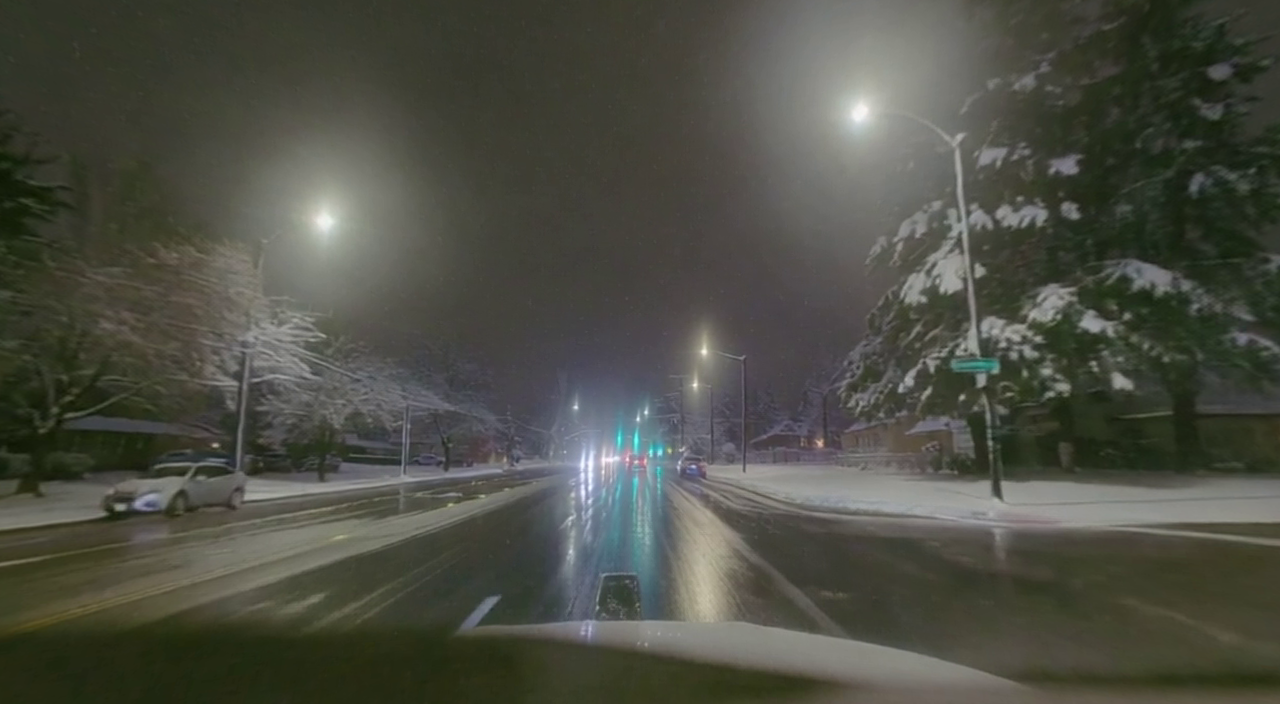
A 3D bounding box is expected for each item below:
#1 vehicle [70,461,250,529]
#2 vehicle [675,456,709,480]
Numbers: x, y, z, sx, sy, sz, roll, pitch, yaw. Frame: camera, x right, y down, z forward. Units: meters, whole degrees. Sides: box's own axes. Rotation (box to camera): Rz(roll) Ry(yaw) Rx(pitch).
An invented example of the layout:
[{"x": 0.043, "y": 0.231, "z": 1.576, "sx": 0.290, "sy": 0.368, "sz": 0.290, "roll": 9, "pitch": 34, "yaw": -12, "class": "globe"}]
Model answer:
[{"x": -13.885, "y": 4.112, "z": 18.696, "sx": 1.941, "sy": 1.501, "sz": 4.432, "roll": -3, "pitch": -8, "yaw": -1, "class": "vehicle"}, {"x": 3.523, "y": 7.894, "z": 43.286, "sx": 1.942, "sy": 1.502, "sz": 4.244, "roll": 0, "pitch": -9, "yaw": -1, "class": "vehicle"}]
